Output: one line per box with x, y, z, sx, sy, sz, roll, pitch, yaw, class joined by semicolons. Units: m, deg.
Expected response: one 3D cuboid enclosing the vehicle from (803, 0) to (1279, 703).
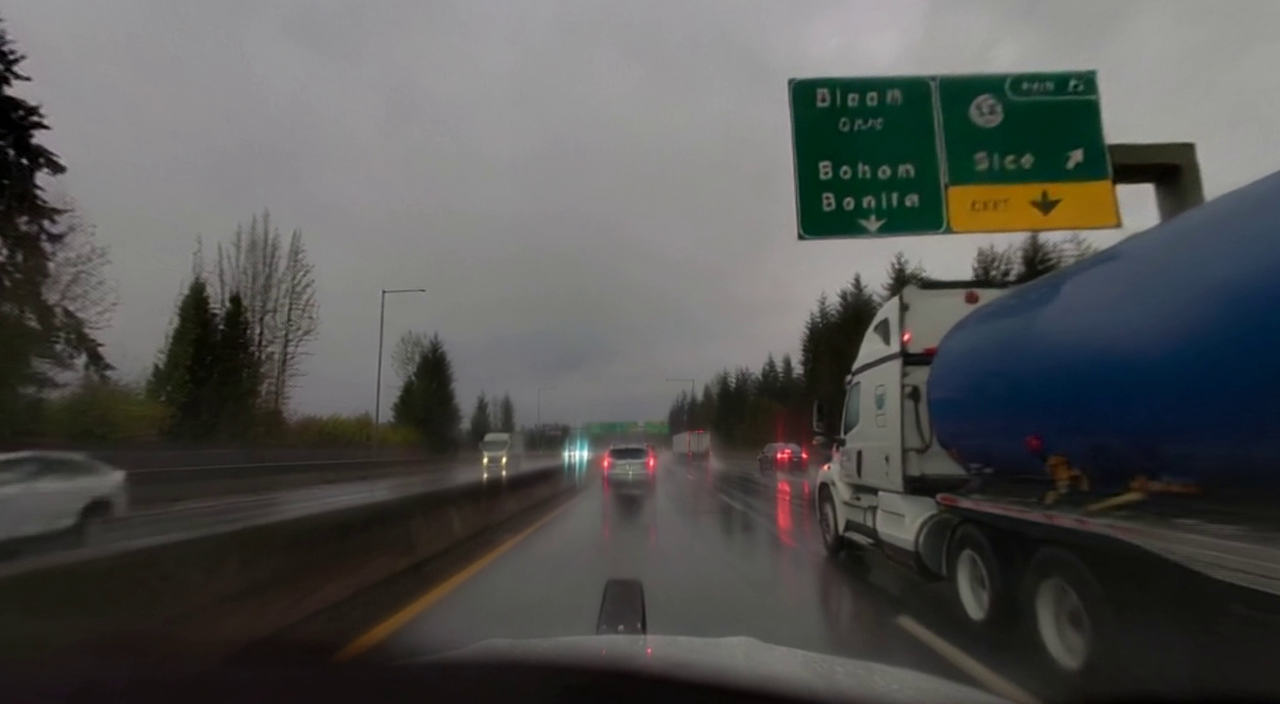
3.865;0.205;5.755;3.001;3.728;5.947;0;-9;-1;vehicle

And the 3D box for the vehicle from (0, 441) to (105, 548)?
-12.037;2.422;10.637;2.063;1.828;4.416;0;-9;1;vehicle

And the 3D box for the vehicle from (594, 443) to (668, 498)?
-0.242;3.525;19.101;2.003;1.490;3.636;0;-9;0;vehicle
